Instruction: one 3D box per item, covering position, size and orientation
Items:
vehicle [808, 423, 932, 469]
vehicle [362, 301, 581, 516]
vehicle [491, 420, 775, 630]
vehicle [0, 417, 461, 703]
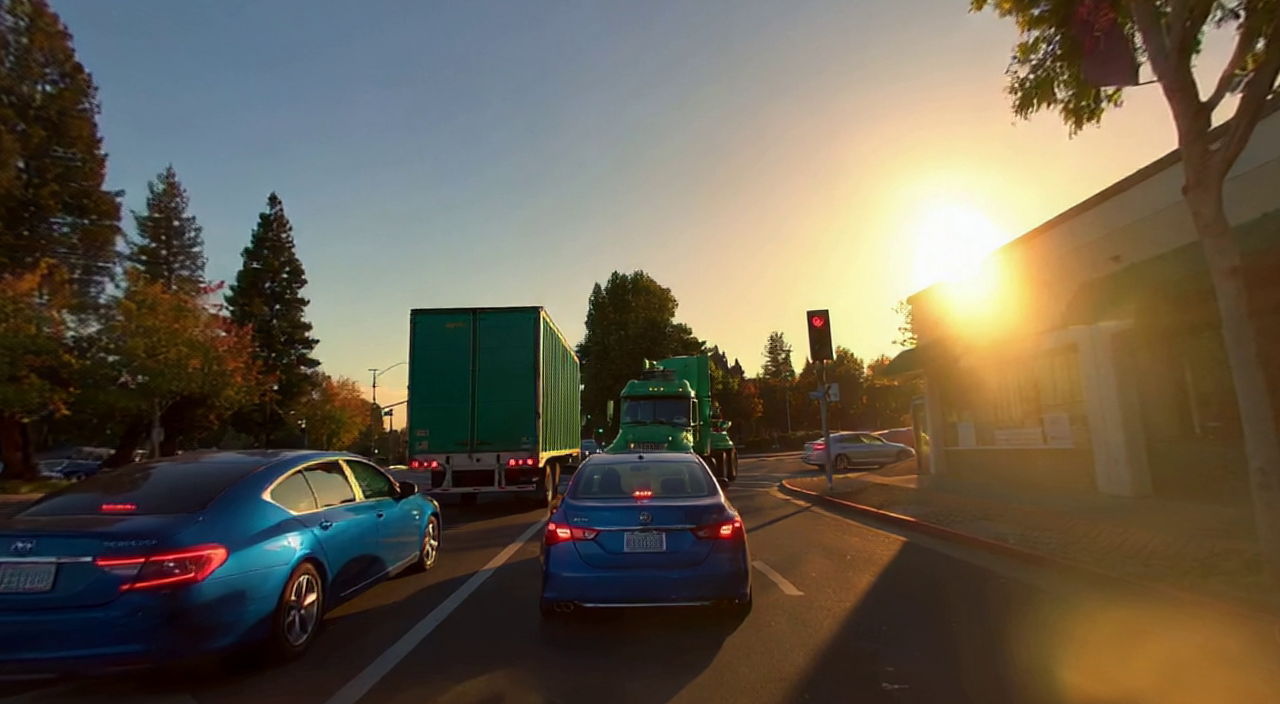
[{"bbox_3d":[10.218,4.185,27.998,4.681,1.713,1.969,-1,-10,-11],"label":"vehicle"},{"bbox_3d":[-3.258,1.480,14.620,3.020,3.800,7.105,0,-8,1],"label":"vehicle"},{"bbox_3d":[-0.106,1.569,6.707,2.067,1.506,4.118,0,-8,-2],"label":"vehicle"},{"bbox_3d":[-3.096,1.370,5.158,1.969,1.471,4.378,0,-8,0],"label":"vehicle"}]
